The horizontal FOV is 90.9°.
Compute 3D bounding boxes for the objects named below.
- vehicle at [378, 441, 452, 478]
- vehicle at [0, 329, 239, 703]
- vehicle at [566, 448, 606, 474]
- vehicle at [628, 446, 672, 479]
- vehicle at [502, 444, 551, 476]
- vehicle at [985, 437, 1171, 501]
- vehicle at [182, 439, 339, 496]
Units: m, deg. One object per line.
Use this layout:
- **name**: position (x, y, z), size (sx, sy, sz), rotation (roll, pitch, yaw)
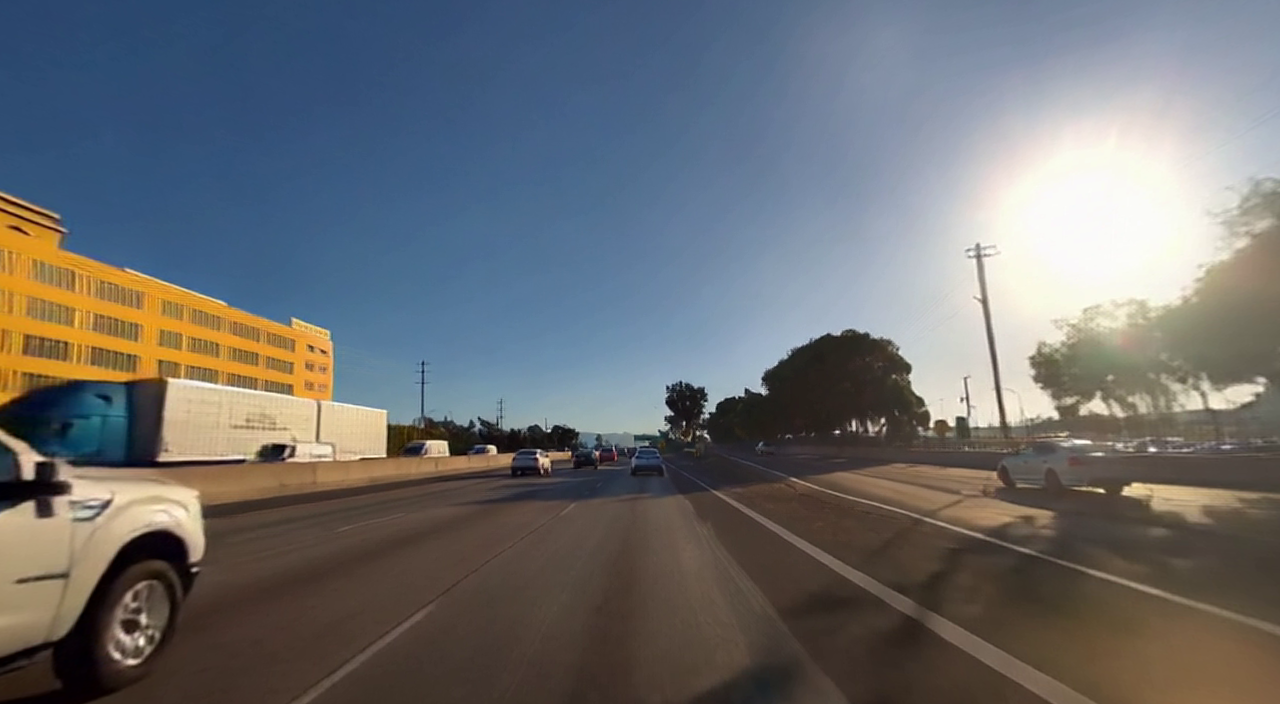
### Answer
- **vehicle**: position (-13.081, 6.270, 37.174), size (2.216, 1.945, 5.942), rotation (0, -8, 0)
- **vehicle**: position (-3.893, 0.708, 1.688), size (2.250, 1.872, 5.038), rotation (-1, -8, 1)
- **vehicle**: position (-3.357, 6.861, 39.899), size (2.059, 1.508, 4.662), rotation (0, -8, 0)
- **vehicle**: position (0.462, 5.620, 32.320), size (2.107, 1.538, 3.999), rotation (0, -8, 0)
- **vehicle**: position (-7.100, 6.781, 40.018), size (2.106, 1.827, 4.814), rotation (-1, -8, 1)
- **vehicle**: position (11.518, 3.072, 17.101), size (1.966, 1.484, 4.610), rotation (-1, -8, 4)
- **vehicle**: position (-13.103, 3.989, 22.340), size (2.249, 1.715, 5.424), rotation (0, -8, -1)
